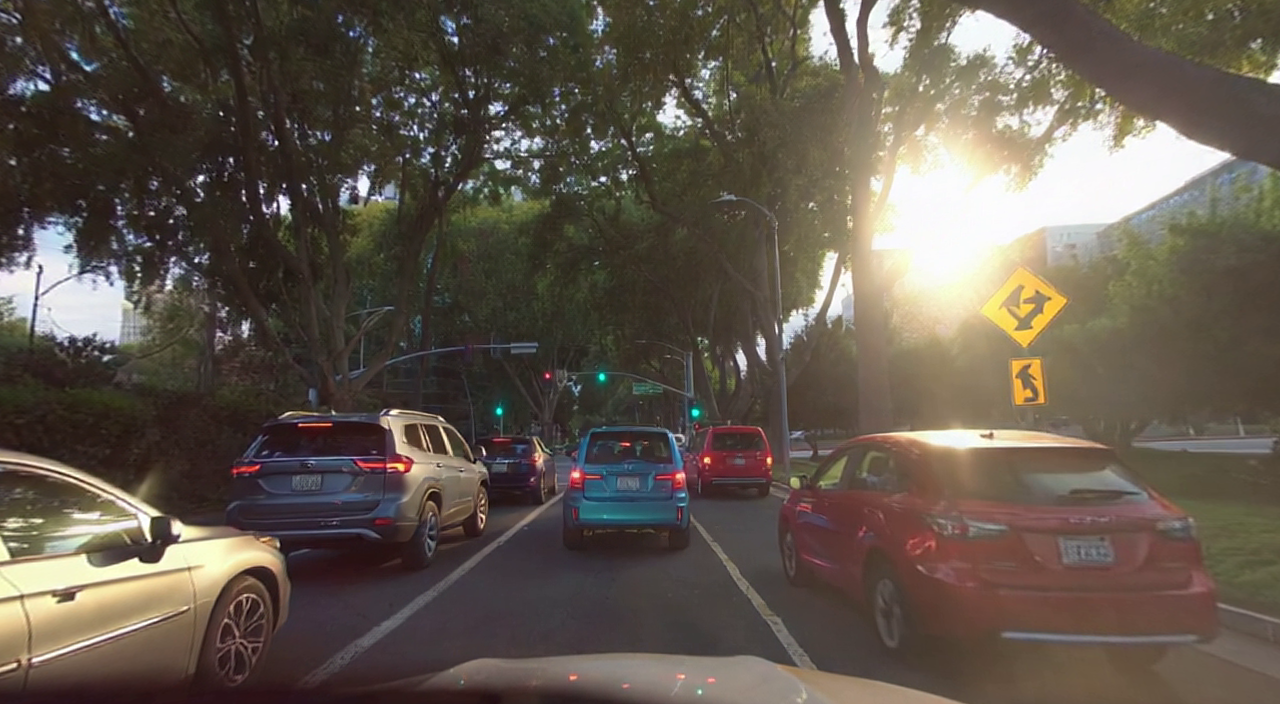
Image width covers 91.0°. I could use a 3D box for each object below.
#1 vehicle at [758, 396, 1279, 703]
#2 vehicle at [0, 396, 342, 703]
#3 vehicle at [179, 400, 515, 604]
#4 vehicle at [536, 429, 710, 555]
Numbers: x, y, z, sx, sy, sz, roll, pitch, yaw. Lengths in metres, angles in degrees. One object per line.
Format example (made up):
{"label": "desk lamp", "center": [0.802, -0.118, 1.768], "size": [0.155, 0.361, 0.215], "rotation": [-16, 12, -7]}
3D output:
{"label": "vehicle", "center": [2.522, 1.302, 5.292], "size": [2.116, 1.497, 4.652], "rotation": [0, -8, -1]}
{"label": "vehicle", "center": [-2.922, 0.839, 1.611], "size": [1.974, 1.484, 4.716], "rotation": [0, -8, 0]}
{"label": "vehicle", "center": [-2.897, 1.576, 7.451], "size": [1.964, 1.712, 4.097], "rotation": [0, -8, 0]}
{"label": "vehicle", "center": [-0.252, 1.923, 9.324], "size": [2.025, 1.453, 3.848], "rotation": [0, -8, -2]}
